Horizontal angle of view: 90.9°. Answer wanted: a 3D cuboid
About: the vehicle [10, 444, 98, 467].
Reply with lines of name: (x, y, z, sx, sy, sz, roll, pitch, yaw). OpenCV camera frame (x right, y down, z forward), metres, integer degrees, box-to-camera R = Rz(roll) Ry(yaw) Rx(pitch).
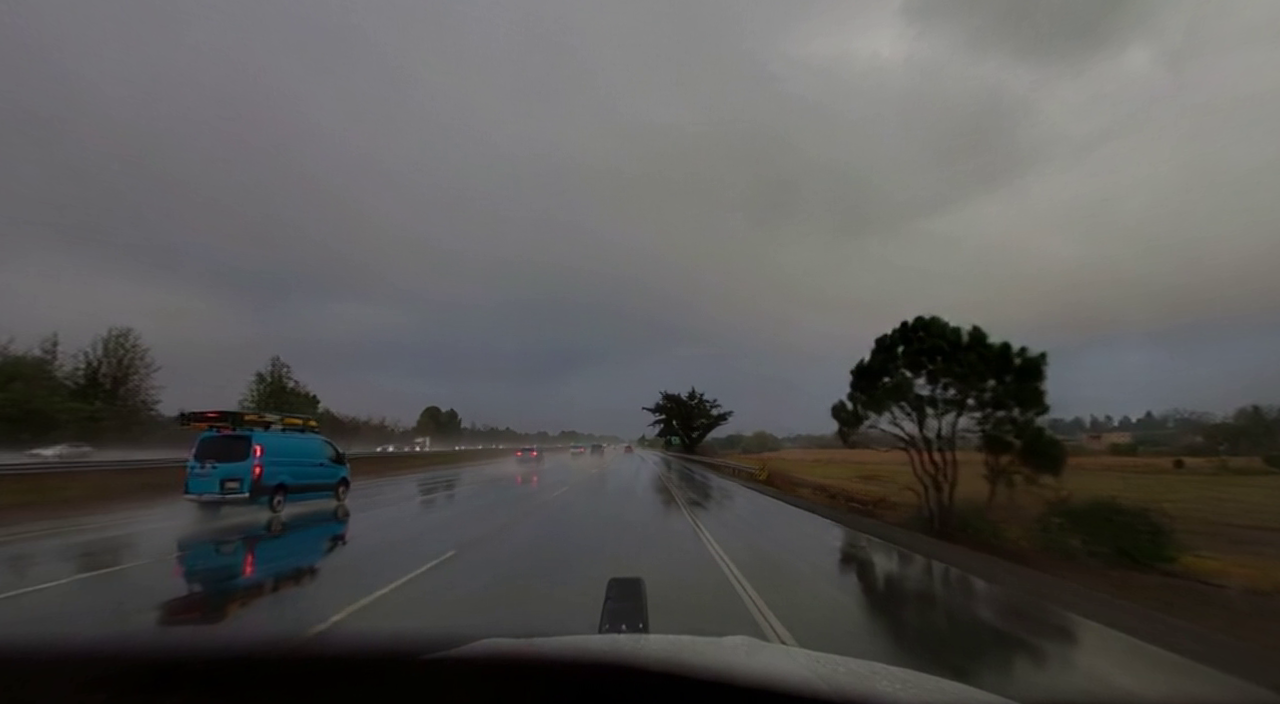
vehicle: (-40.084, 7.077, 43.307, 1.757, 1.441, 4.504, 0, -9, -1)

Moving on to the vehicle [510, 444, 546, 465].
vehicle: (-8.433, 7.770, 47.841, 1.958, 1.499, 4.437, 0, -9, 0)

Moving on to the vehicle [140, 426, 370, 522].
vehicle: (-8.120, 2.616, 14.050, 2.093, 1.752, 4.771, 0, -9, 0)
